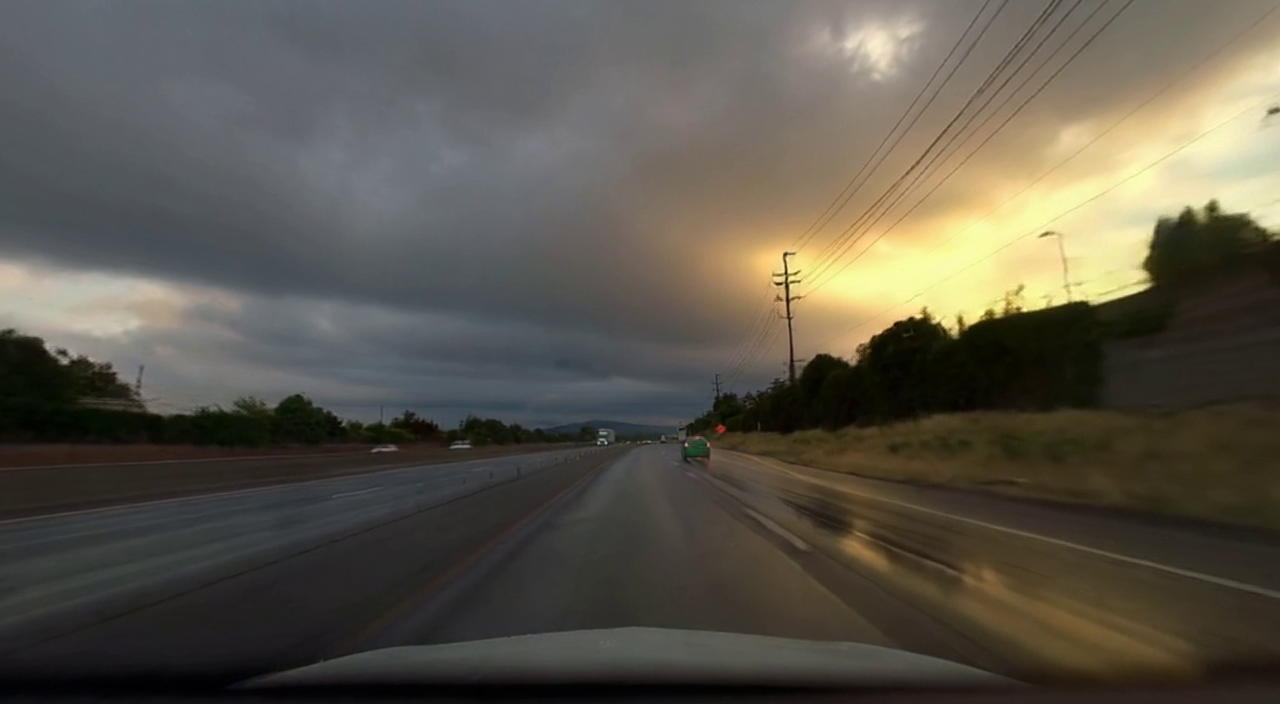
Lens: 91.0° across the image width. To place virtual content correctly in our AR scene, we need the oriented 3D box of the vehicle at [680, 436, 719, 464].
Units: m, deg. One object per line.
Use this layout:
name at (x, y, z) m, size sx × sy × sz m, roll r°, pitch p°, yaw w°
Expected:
vehicle at (3.587, 5.979, 38.555) m, size 1.977 × 1.581 × 4.428 m, roll -1°, pitch -8°, yaw 0°
